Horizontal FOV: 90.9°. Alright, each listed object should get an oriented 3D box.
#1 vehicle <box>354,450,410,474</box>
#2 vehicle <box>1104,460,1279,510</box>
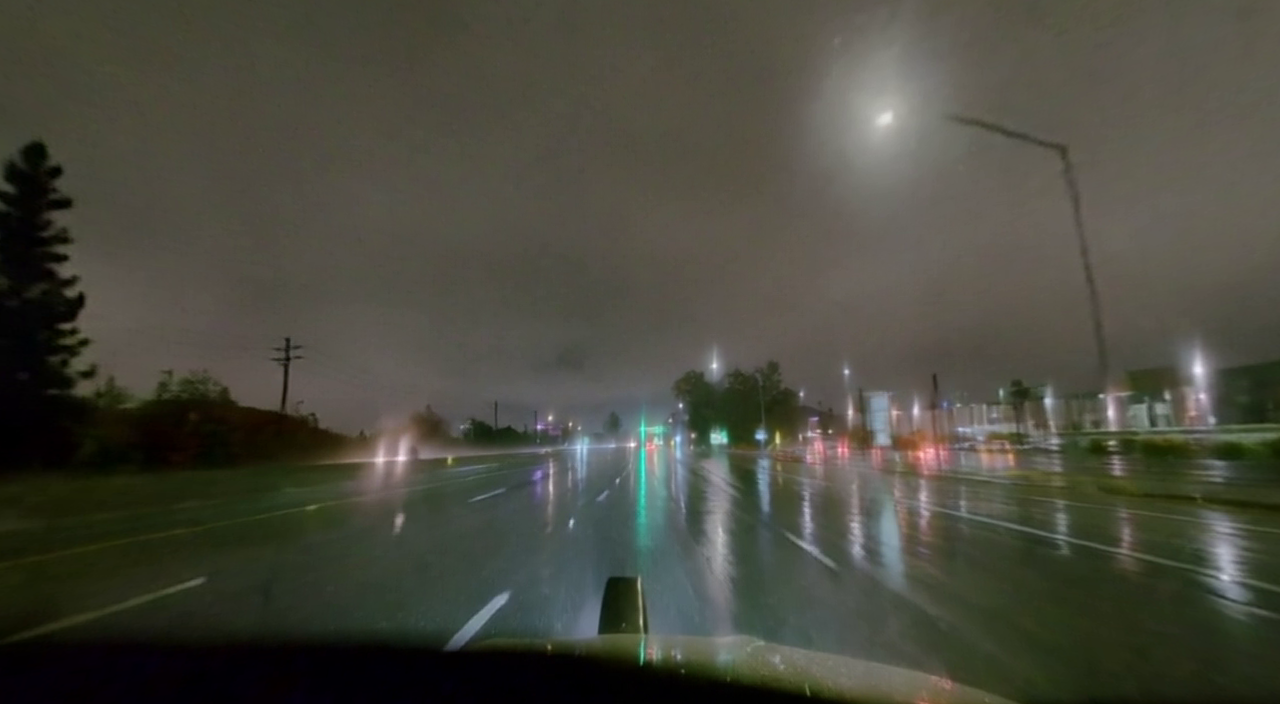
[{"bbox_3d":[-18.277,7.787,44.887,1.954,1.610,4.594,-1,-8,1],"label":"vehicle"},{"bbox_3d":[27.188,6.477,30.919,7.005,2.000,2.255,-2,-9,-1],"label":"vehicle"}]
